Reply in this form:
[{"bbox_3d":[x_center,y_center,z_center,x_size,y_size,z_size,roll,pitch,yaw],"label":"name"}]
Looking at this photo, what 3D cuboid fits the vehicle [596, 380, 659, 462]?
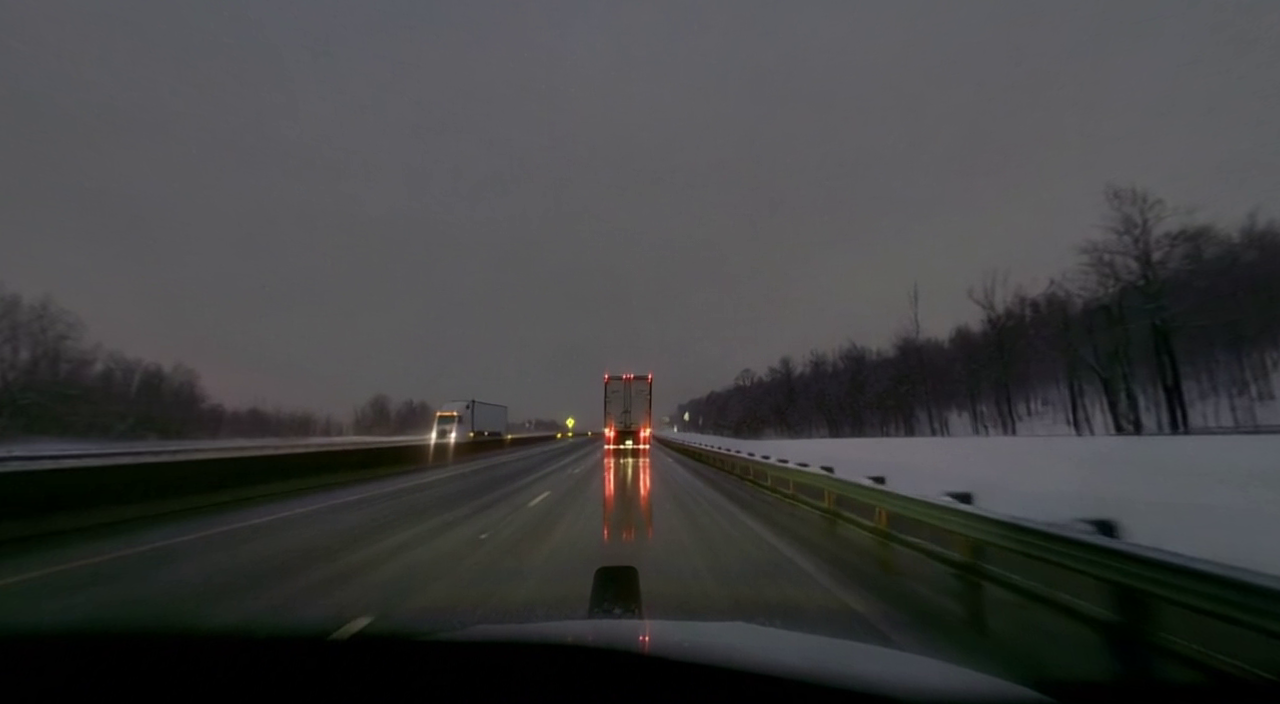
[{"bbox_3d":[-0.762,3.997,35.556,3.023,3.965,10.402,0,-8,-2],"label":"vehicle"}]
